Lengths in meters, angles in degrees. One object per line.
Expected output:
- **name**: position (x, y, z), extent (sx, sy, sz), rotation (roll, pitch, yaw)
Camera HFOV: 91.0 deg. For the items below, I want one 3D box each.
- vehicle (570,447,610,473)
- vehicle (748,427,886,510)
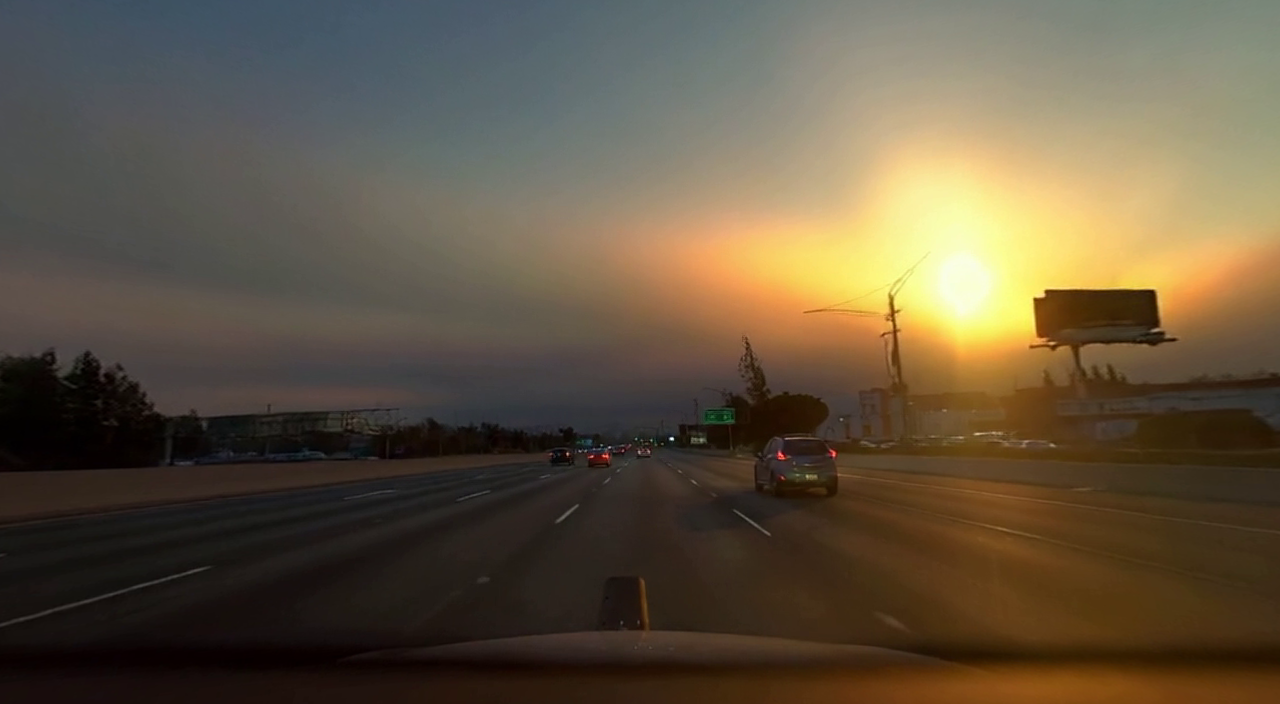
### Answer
- **vehicle**: position (-3.091, 6.808, 39.949), extent (2.139, 1.510, 4.506), rotation (0, -9, 0)
- **vehicle**: position (4.234, 2.889, 16.050), extent (2.109, 1.764, 4.704), rotation (0, -9, 0)
